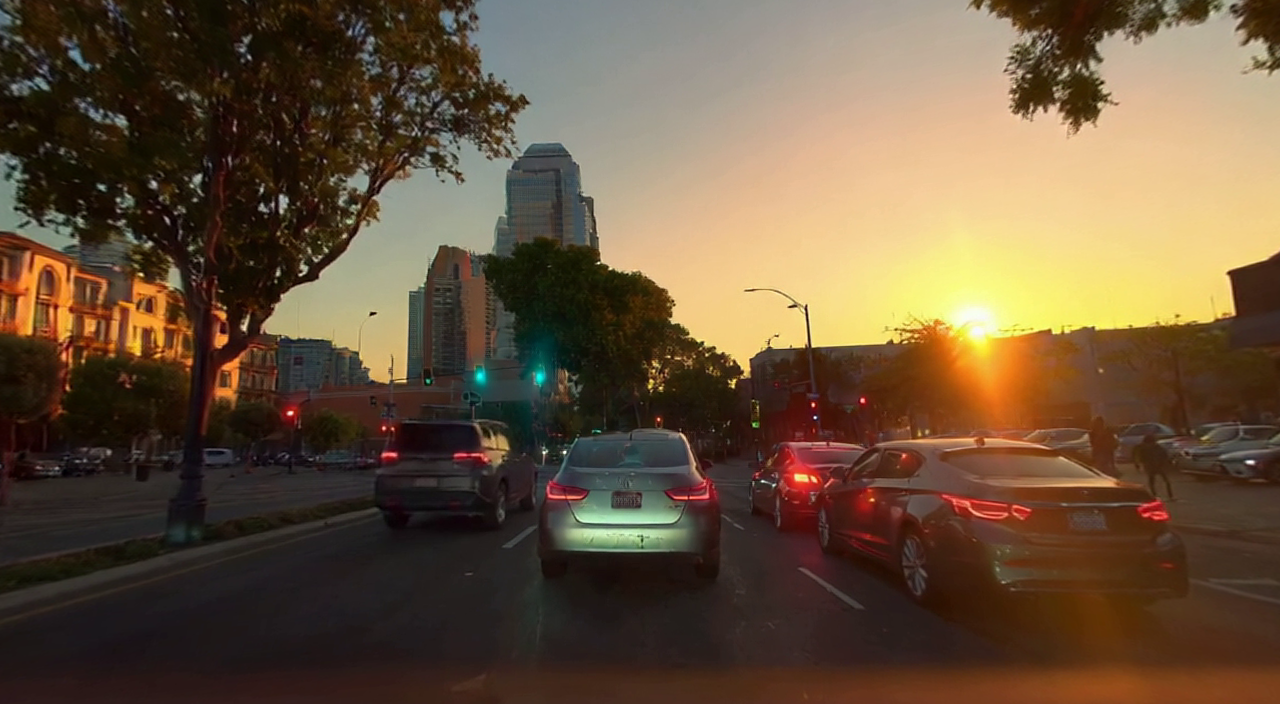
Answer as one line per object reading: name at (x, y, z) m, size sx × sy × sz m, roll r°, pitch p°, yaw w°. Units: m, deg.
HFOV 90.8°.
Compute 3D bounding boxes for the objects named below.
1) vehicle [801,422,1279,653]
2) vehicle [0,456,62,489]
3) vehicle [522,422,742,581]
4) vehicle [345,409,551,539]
vehicle at (3.227, 1.536, 6.396) m, size 1.912 × 1.454 × 4.537 m, roll 0°, pitch -9°, yaw -1°
vehicle at (-31.729, 5.988, 31.504) m, size 1.913 × 1.531 × 4.000 m, roll -9°, pitch -12°, yaw 43°
vehicle at (-0.106, 1.749, 8.192) m, size 2.118 × 1.512 × 4.013 m, roll 0°, pitch -9°, yaw -1°
vehicle at (-3.105, 2.127, 11.603) m, size 2.223 × 1.840 × 4.919 m, roll 0°, pitch -9°, yaw 0°
